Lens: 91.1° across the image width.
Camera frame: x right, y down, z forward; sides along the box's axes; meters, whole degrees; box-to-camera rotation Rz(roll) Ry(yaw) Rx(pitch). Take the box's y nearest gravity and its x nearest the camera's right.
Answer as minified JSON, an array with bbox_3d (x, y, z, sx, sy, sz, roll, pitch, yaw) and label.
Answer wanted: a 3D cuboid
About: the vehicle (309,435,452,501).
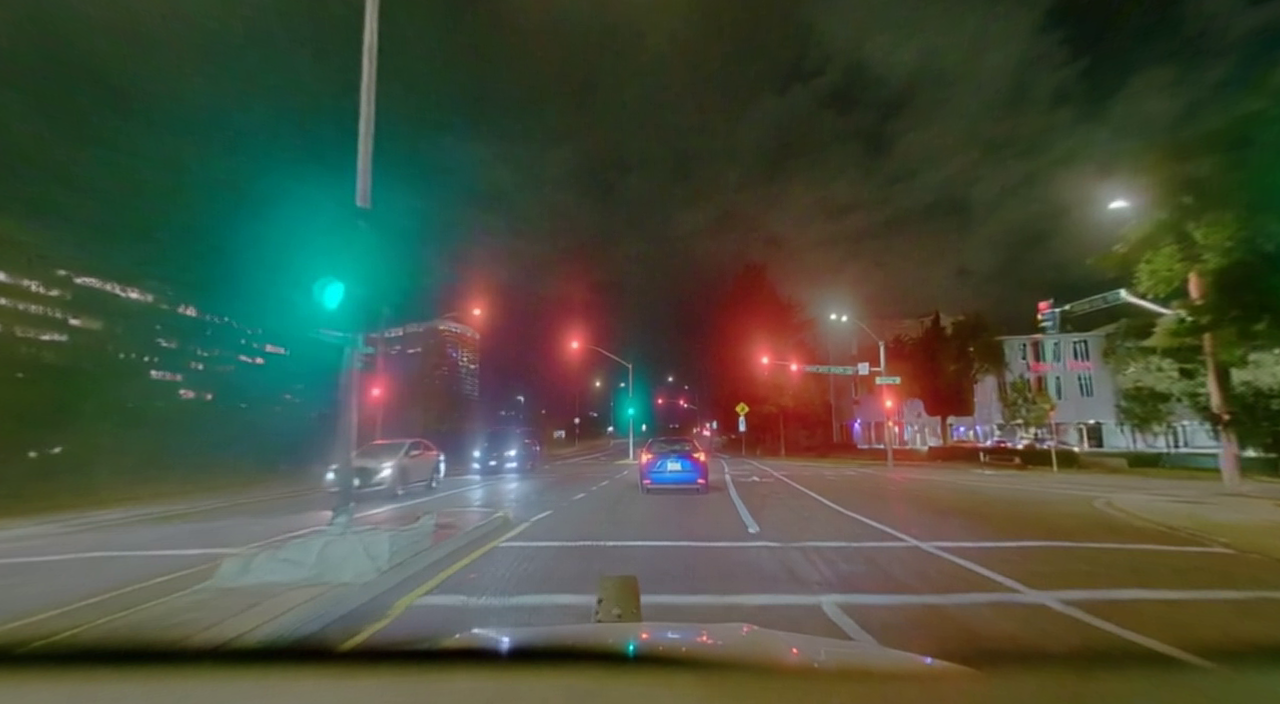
[{"bbox_3d":[-6.683,2.979,16.796,1.884,1.509,4.416,0,-8,1],"label":"vehicle"}]

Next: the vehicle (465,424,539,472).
[{"bbox_3d":[-6.355,4.455,29.574,2.310,2.045,4.763,0,-8,1],"label":"vehicle"}]

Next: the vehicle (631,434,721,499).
[{"bbox_3d":[0.897,2.775,15.807,1.950,1.401,4.159,0,-8,3],"label":"vehicle"}]
